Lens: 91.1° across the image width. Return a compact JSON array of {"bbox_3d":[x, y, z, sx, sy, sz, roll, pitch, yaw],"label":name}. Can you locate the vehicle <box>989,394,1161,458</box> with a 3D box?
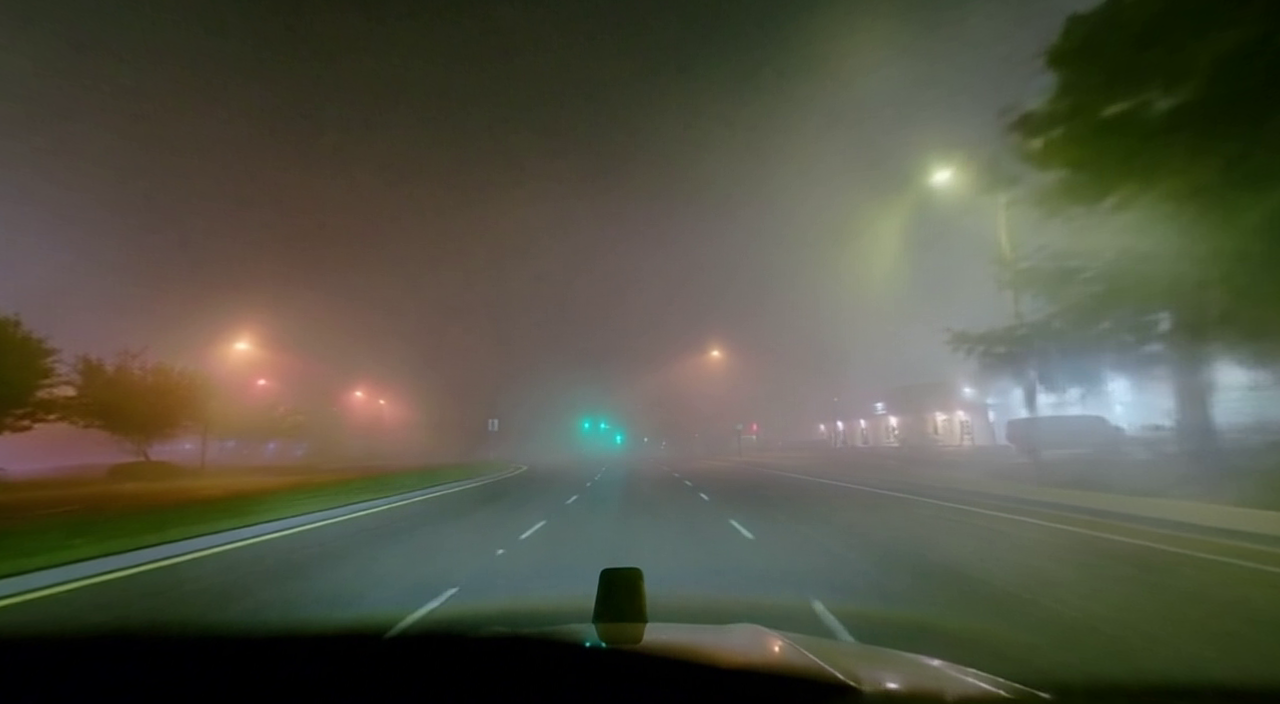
[{"bbox_3d":[23.408,4.048,34.067,7.144,3.248,2.873,1,-9,-3],"label":"vehicle"}]
